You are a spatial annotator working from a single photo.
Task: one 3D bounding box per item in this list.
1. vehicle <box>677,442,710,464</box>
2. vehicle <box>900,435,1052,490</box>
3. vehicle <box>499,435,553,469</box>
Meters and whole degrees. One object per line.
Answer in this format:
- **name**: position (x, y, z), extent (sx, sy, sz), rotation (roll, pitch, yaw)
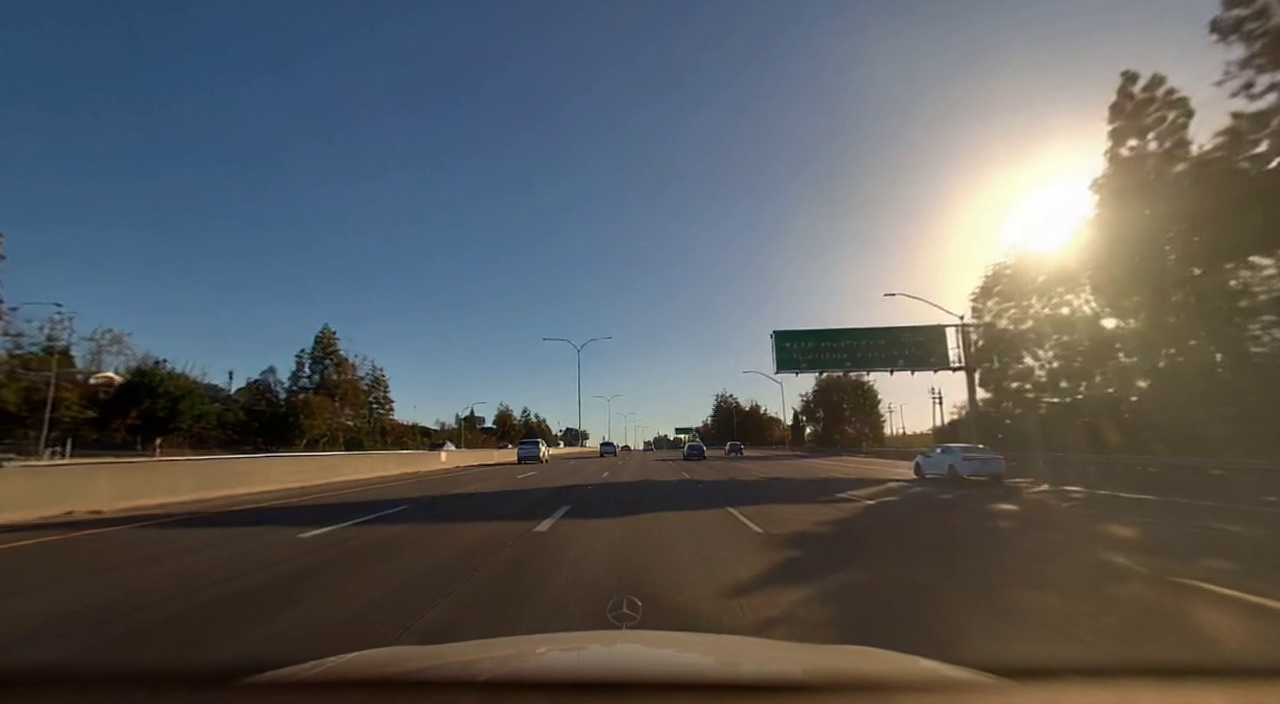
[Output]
- **vehicle**: position (3.636, 6.956, 43.496), extent (1.950, 1.453, 3.378), rotation (0, -9, -1)
- **vehicle**: position (10.176, 3.373, 19.553), extent (1.979, 1.467, 4.839), rotation (0, -9, -1)
- **vehicle**: position (-6.332, 5.621, 35.426), extent (2.091, 1.746, 4.437), rotation (0, -9, 1)
